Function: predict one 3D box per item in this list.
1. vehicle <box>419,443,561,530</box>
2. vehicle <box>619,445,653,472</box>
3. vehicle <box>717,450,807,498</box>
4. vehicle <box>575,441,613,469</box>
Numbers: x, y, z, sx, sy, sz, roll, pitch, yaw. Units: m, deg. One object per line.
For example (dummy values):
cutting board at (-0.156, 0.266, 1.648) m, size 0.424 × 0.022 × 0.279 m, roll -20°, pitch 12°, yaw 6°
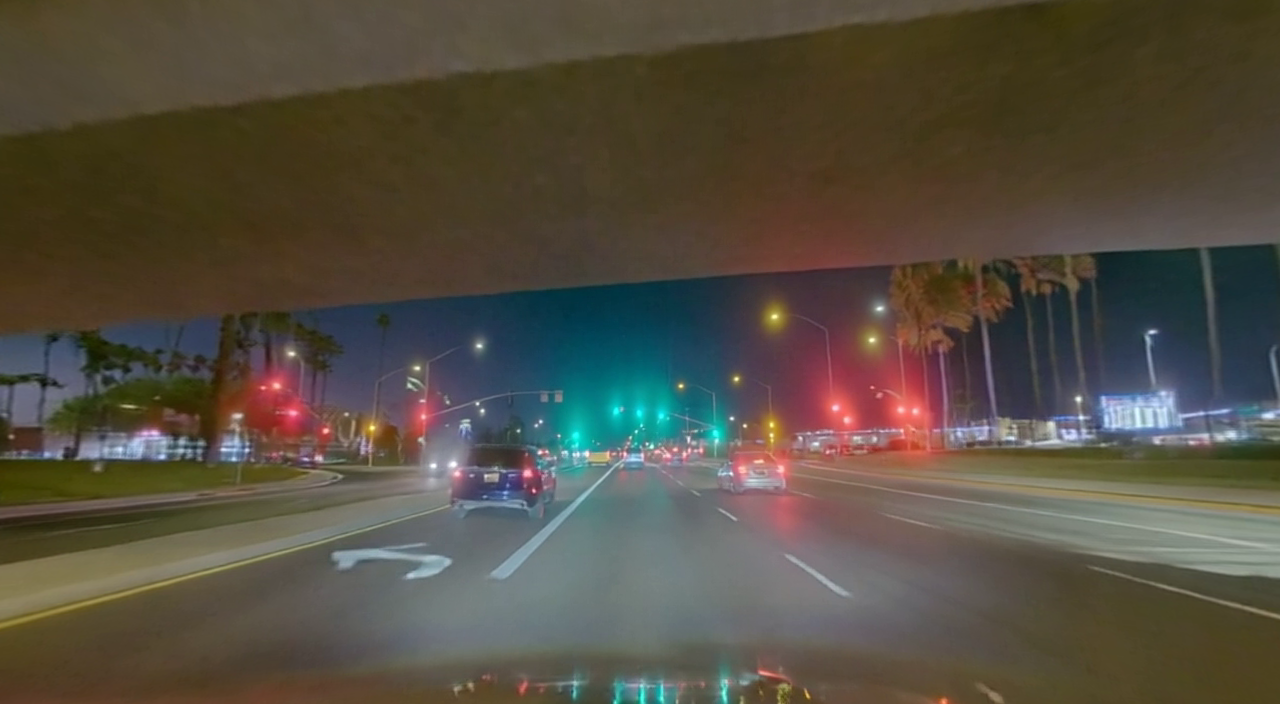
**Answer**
vehicle at (-2.912, 2.677, 13.179) m, size 2.111 × 1.506 × 4.018 m, roll 0°, pitch -8°, yaw -2°
vehicle at (-0.243, 7.098, 42.155) m, size 2.172 × 1.694 × 4.055 m, roll 0°, pitch -8°, yaw 0°
vehicle at (3.973, 4.041, 21.216) m, size 2.156 × 1.404 × 4.120 m, roll 0°, pitch -8°, yaw -1°
vehicle at (-3.475, 7.875, 48.284) m, size 2.485 × 2.012 × 5.498 m, roll 0°, pitch -8°, yaw 0°
